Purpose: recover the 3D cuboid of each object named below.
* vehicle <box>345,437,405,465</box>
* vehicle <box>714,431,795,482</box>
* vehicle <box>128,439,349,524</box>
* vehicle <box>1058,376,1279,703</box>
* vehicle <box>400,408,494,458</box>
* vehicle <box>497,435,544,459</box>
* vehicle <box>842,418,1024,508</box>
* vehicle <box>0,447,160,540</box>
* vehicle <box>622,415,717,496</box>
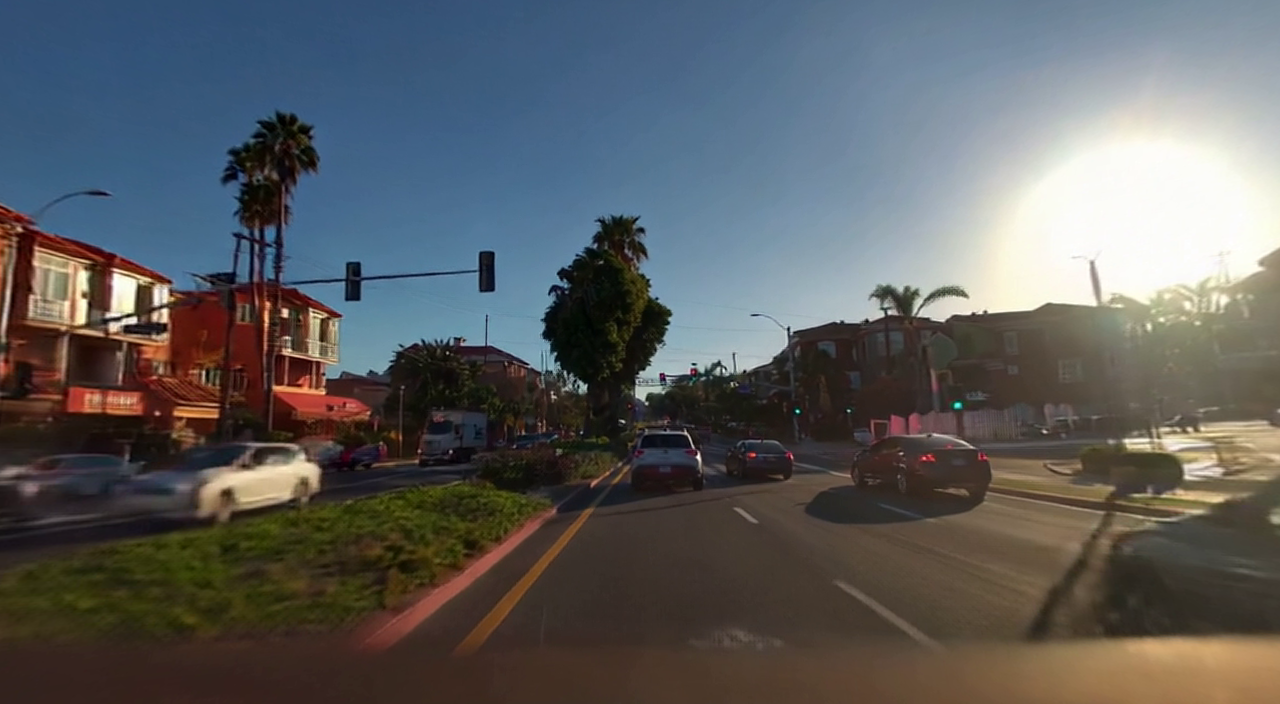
[{"bbox_3d":[-18.042,6.759,43.134,1.945,1.738,4.558,-1,-9,2],"label":"vehicle"},{"bbox_3d":[4.254,3.995,24.325,2.283,1.738,4.916,0,-9,1],"label":"vehicle"},{"bbox_3d":[-8.250,2.665,13.531,1.937,1.530,4.107,0,-9,2],"label":"vehicle"},{"bbox_3d":[3.805,0.817,2.006,1.993,1.645,4.350,0,-9,1],"label":"vehicle"},{"bbox_3d":[-14.506,6.409,48.886,3.100,3.378,11.784,-1,-9,2],"label":"vehicle"},{"bbox_3d":[-7.793,6.268,41.577,2.101,1.538,4.253,-1,-9,2],"label":"vehicle"},{"bbox_3d":[7.303,2.852,16.594,2.215,1.973,5.323,0,-9,0],"label":"vehicle"},{"bbox_3d":[-11.529,2.534,11.723,2.011,1.520,3.902,0,-9,2],"label":"vehicle"},{"bbox_3d":[0.822,3.143,19.362,2.487,2.115,5.444,0,-9,1],"label":"vehicle"}]
